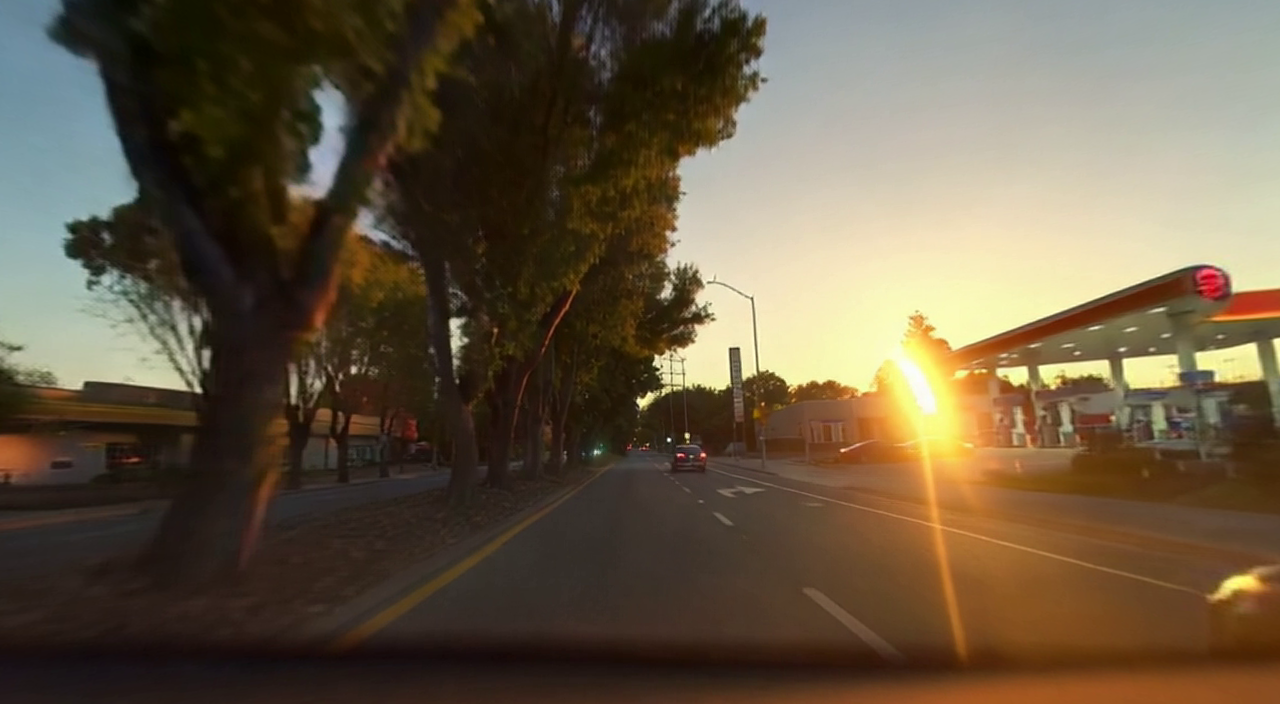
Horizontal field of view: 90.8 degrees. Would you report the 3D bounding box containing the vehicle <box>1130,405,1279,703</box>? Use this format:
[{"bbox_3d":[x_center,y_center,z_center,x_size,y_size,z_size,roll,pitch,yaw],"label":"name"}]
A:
[{"bbox_3d":[3.529,0.718,0.972,2.061,1.475,4.296,0,-9,0],"label":"vehicle"}]

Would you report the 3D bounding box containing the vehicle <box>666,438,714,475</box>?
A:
[{"bbox_3d":[2.653,5.748,34.954,2.115,1.840,4.777,0,-9,-2],"label":"vehicle"}]
